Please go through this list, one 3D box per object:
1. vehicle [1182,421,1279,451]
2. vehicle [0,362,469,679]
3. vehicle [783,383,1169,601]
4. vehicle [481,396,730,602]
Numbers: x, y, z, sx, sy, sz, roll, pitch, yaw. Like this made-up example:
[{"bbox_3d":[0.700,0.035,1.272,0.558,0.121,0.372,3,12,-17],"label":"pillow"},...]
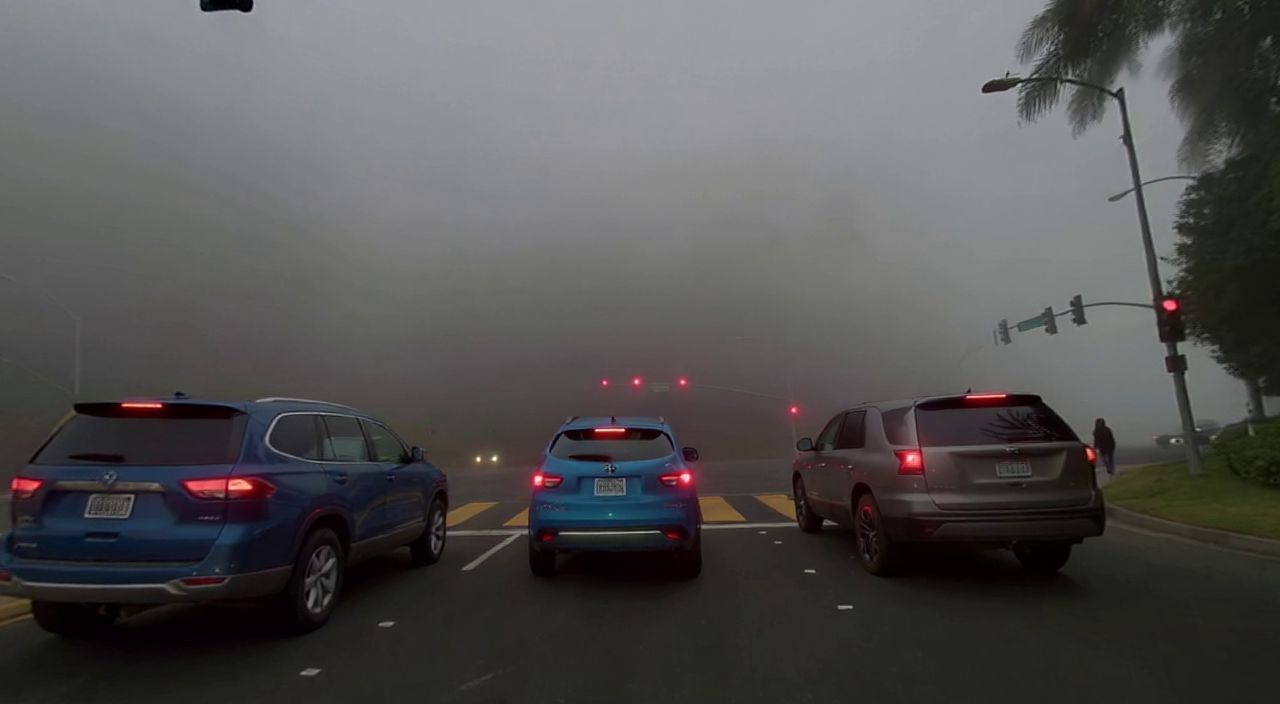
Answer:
[{"bbox_3d":[32.814,4.651,34.752,4.175,1.634,1.877,1,-8,-4],"label":"vehicle"},{"bbox_3d":[-3.275,1.282,5.901,2.047,1.810,4.414,0,-8,1],"label":"vehicle"},{"bbox_3d":[3.277,1.481,7.506,2.083,1.779,4.532,0,-8,0],"label":"vehicle"},{"bbox_3d":[-0.234,1.516,7.318,2.067,1.702,3.987,0,-8,2],"label":"vehicle"}]
